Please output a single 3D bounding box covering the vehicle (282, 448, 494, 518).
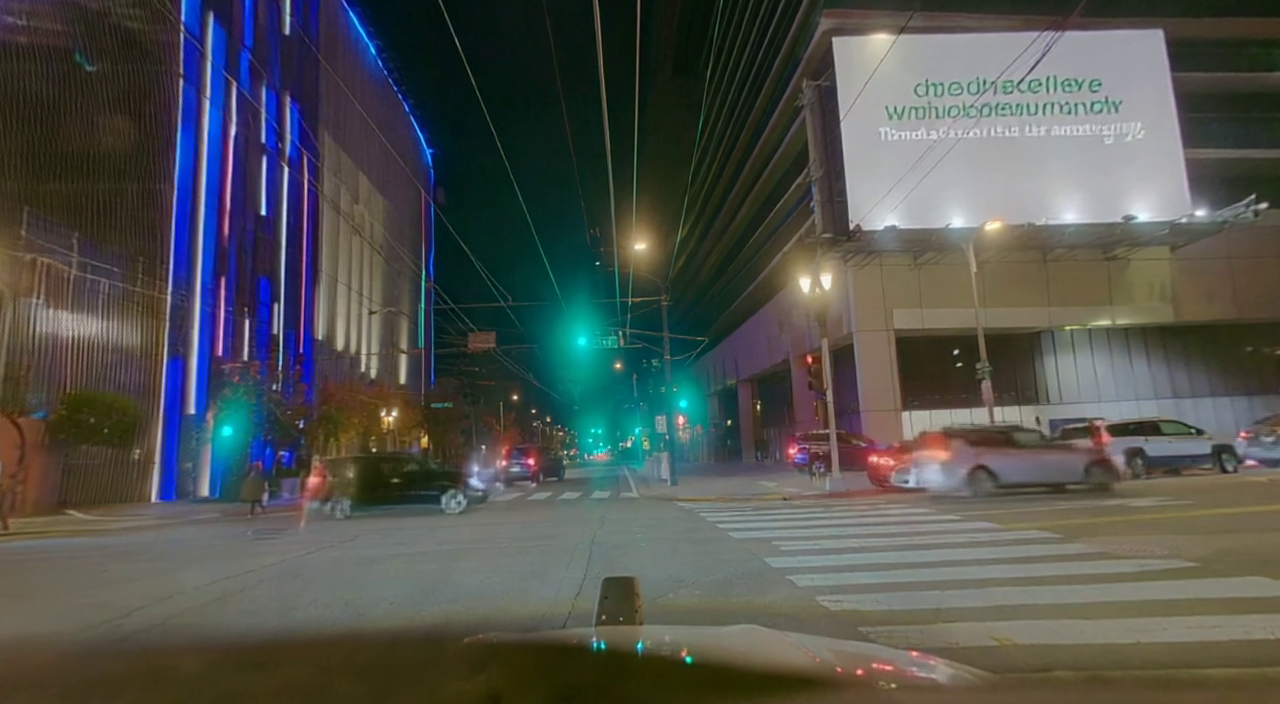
[{"bbox_3d":[-6.294,3.309,16.277,4.637,1.624,1.927,0,-8,-3],"label":"vehicle"}]

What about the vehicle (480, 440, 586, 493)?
[{"bbox_3d":[-4.249,4.647,26.123,2.137,1.910,5.120,-3,-9,18],"label":"vehicle"}]

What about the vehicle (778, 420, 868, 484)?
[{"bbox_3d":[7.551,4.111,26.628,2.316,2.425,4.466,1,-7,-2],"label":"vehicle"}]

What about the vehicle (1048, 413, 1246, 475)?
[{"bbox_3d":[16.753,3.051,21.068,4.944,1.946,1.952,0,-8,-3],"label":"vehicle"}]

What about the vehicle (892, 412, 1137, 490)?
[{"bbox_3d":[8.871,2.407,15.271,4.629,1.696,2.098,1,-10,-6],"label":"vehicle"}]
